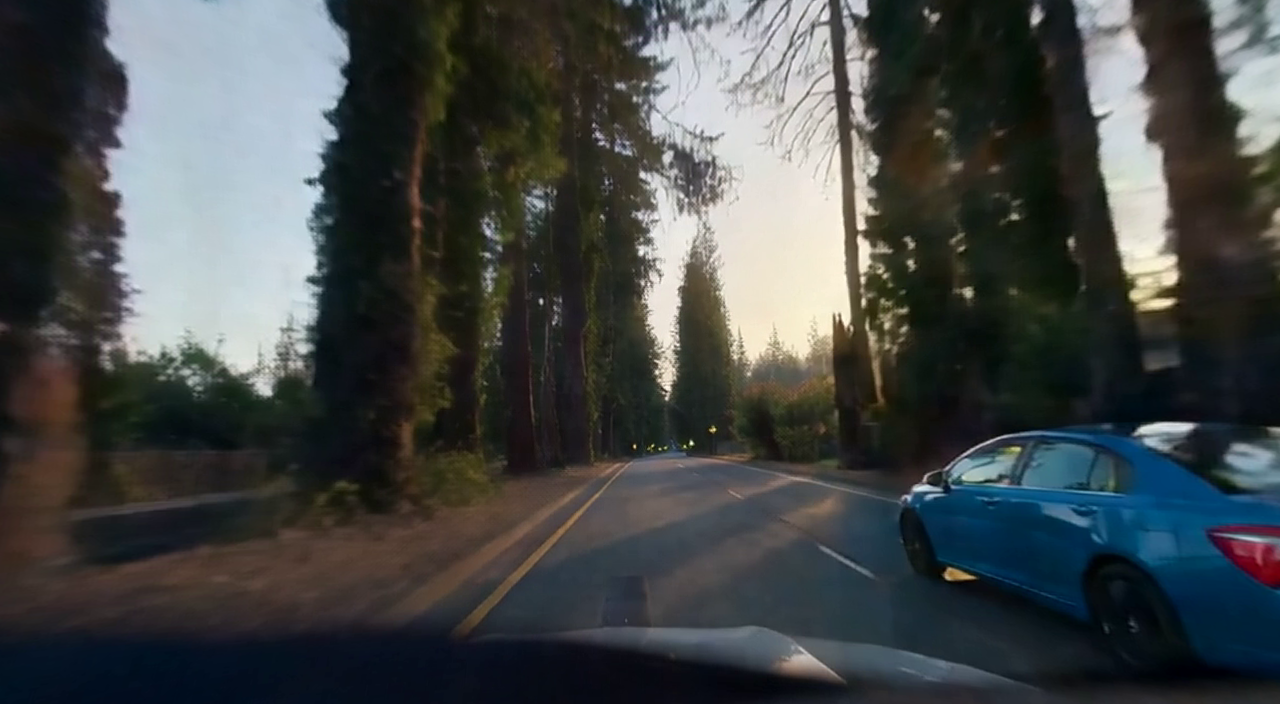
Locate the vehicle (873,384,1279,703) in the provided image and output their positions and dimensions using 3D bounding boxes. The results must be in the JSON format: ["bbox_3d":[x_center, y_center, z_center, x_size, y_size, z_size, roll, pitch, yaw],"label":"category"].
[{"bbox_3d":[3.568,1.160,4.364,2.061,1.503,4.823,0,-8,0],"label":"vehicle"}]
